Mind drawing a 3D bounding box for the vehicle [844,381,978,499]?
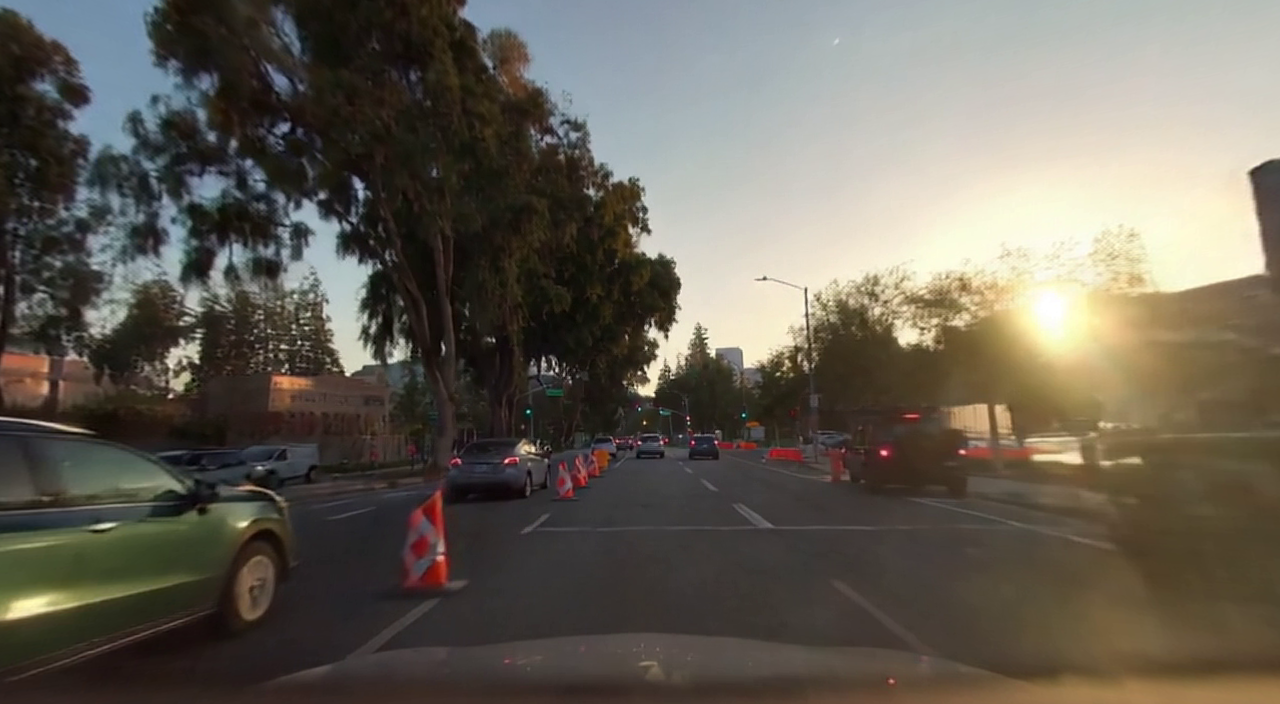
[{"bbox_3d":[6.727,2.216,16.045,1.910,2.539,2.846,-6,-7,1],"label":"vehicle"}]

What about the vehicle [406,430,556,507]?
[{"bbox_3d":[-3.400,2.597,14.608,2.107,1.482,4.674,0,-8,2],"label":"vehicle"}]

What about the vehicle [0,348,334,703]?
[{"bbox_3d":[-3.592,0.902,3.001,2.038,1.682,4.399,0,-8,0],"label":"vehicle"}]

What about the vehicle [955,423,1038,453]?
[{"bbox_3d":[18.986,4.598,33.848,1.799,1.463,4.641,0,-8,1],"label":"vehicle"}]

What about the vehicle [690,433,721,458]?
[{"bbox_3d":[4.478,6.426,43.434,1.984,1.659,4.226,-1,-8,4],"label":"vehicle"}]

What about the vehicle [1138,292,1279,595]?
[{"bbox_3d":[6.490,0.747,5.116,2.202,2.529,3.168,-1,-8,3],"label":"vehicle"}]

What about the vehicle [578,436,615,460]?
[{"bbox_3d":[-2.823,6.397,42.161,1.998,1.481,4.656,0,-8,2],"label":"vehicle"}]
